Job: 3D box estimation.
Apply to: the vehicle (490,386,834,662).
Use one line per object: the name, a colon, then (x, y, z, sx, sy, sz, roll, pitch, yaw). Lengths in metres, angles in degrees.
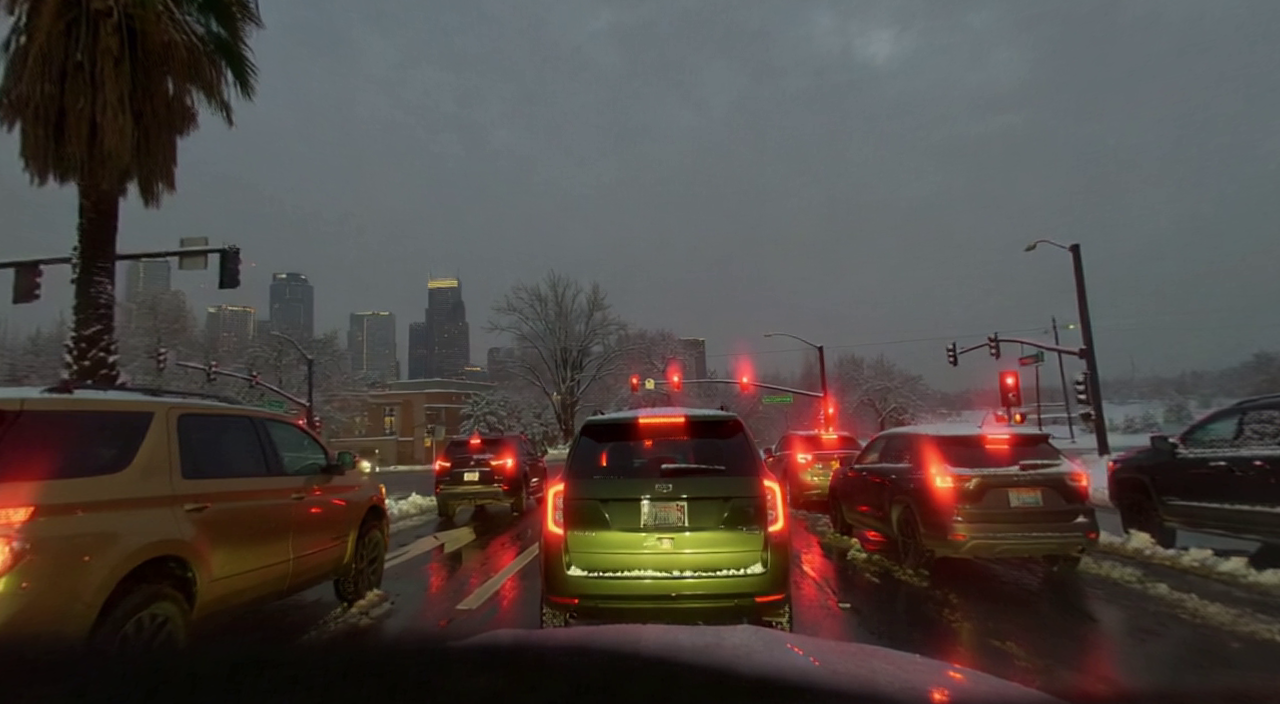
vehicle: (0.166, 1.371, 6.041, 2.123, 1.704, 4.128, 0, -8, 1)

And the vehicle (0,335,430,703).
vehicle: (-3.157, 1.082, 3.895, 2.171, 1.702, 4.416, 0, -8, 0)

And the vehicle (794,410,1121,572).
vehicle: (4.005, 1.856, 9.285, 2.072, 1.704, 5.170, 0, -8, -1)

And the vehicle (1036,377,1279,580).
vehicle: (7.331, 1.335, 6.829, 2.337, 1.925, 5.728, 0, -8, 1)
